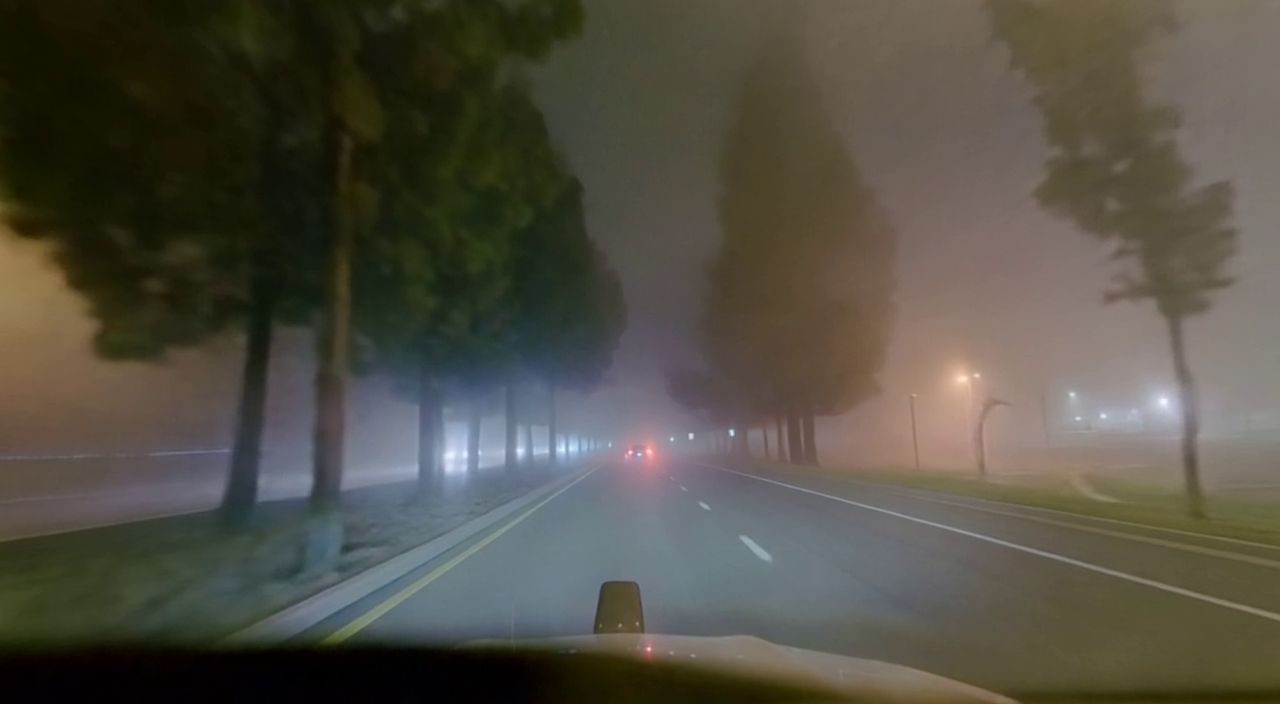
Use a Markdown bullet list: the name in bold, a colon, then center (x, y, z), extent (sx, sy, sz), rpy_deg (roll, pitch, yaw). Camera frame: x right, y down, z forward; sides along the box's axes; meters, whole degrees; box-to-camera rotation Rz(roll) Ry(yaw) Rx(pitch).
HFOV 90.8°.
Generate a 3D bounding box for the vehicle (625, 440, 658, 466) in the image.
- **vehicle**: center (0.052, 6.623, 41.521), extent (2.048, 1.584, 4.393), rpy_deg (0, -9, -1)
